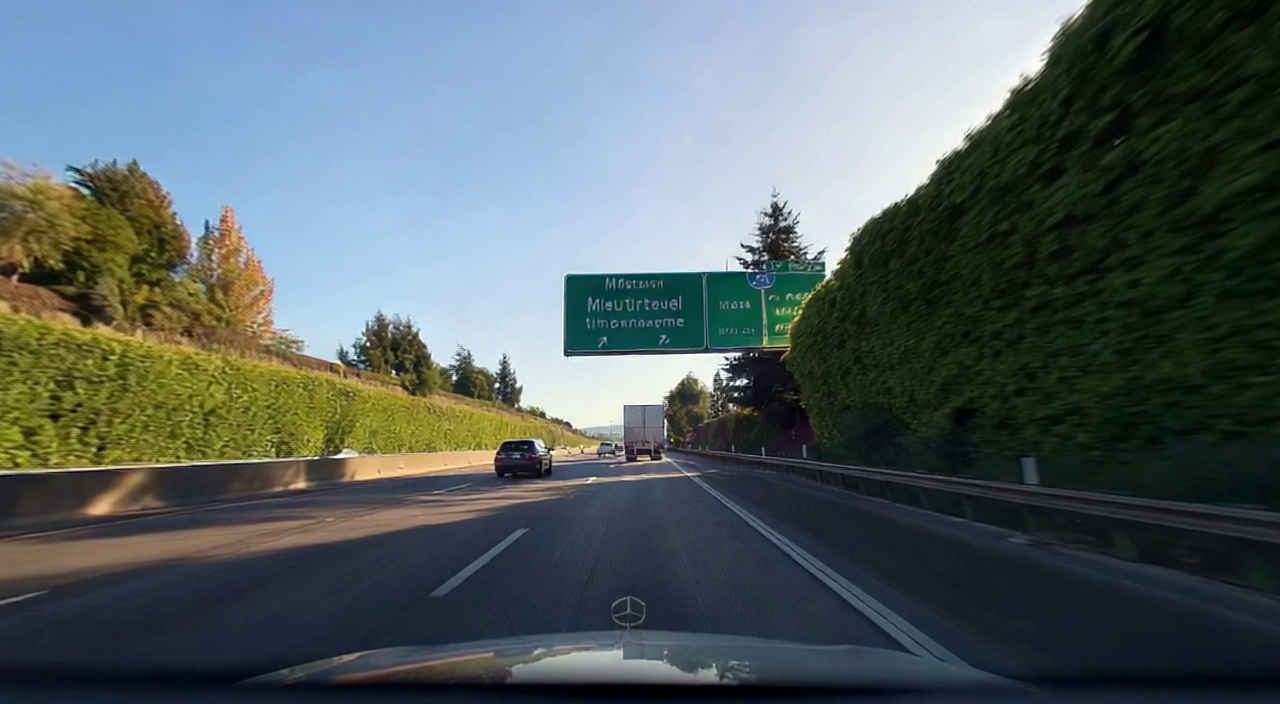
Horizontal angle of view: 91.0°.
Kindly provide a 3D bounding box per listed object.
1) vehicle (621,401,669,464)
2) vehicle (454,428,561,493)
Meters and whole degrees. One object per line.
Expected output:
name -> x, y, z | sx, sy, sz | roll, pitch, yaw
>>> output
vehicle -> 0.326, 6.306, 48.497 | 3.078, 4.031, 16.069 | 0, -8, 0
vehicle -> -3.854, 3.237, 19.252 | 2.186, 1.716, 4.672 | 0, -8, 1
